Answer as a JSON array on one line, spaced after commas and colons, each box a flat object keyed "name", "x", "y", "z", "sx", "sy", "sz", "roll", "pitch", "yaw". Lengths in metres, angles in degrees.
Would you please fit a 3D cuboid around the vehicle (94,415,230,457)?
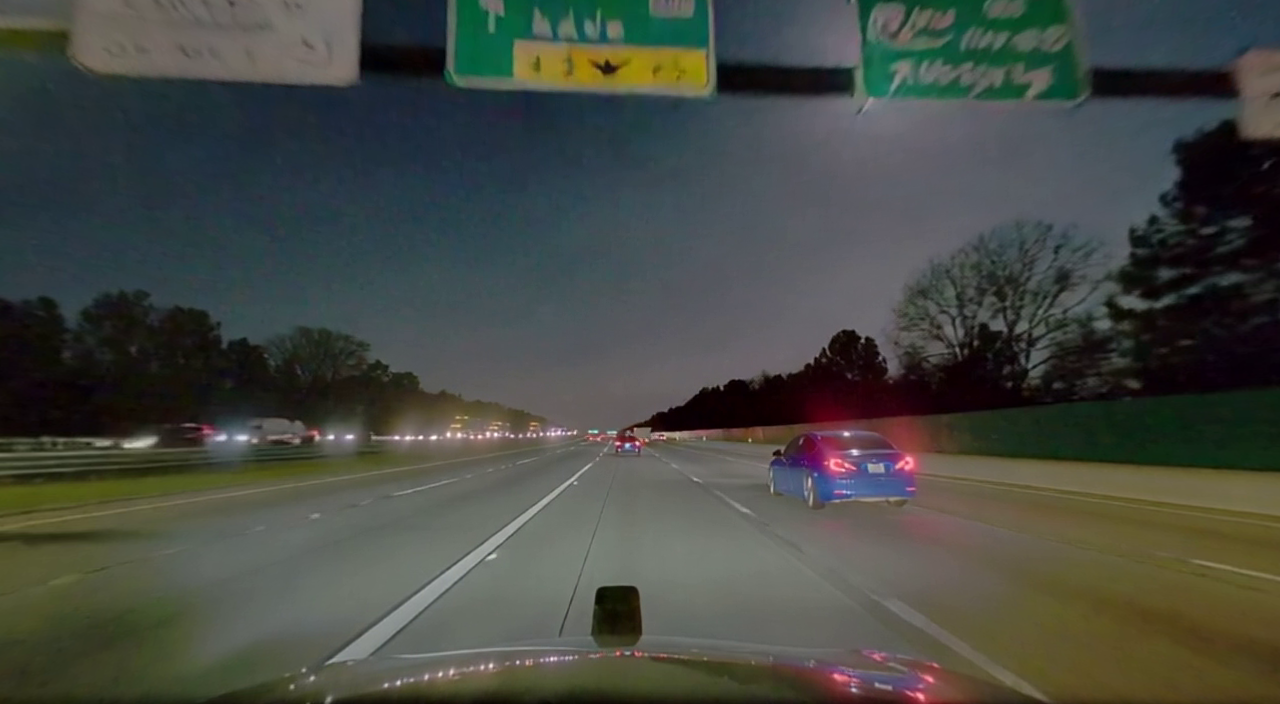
[{"name": "vehicle", "x": -18.559, "y": 3.307, "z": 24.715, "sx": 1.953, "sy": 1.511, "sz": 4.353, "roll": 0, "pitch": -8, "yaw": -1}]

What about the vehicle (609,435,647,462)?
[{"name": "vehicle", "x": -0.749, "y": 5.687, "z": 37.268, "sx": 2.121, "sy": 1.445, "sz": 4.187, "roll": 0, "pitch": -8, "yaw": -2}]

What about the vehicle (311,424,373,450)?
[{"name": "vehicle", "x": -18.030, "y": 5.187, "z": 38.232, "sx": 1.874, "sy": 1.504, "sz": 3.926, "roll": 0, "pitch": -8, "yaw": -1}]

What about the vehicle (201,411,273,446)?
[{"name": "vehicle", "x": -30.519, "y": 5.856, "z": 47.747, "sx": 2.277, "sy": 2.498, "sz": 4.662, "roll": 0, "pitch": -8, "yaw": 0}]
